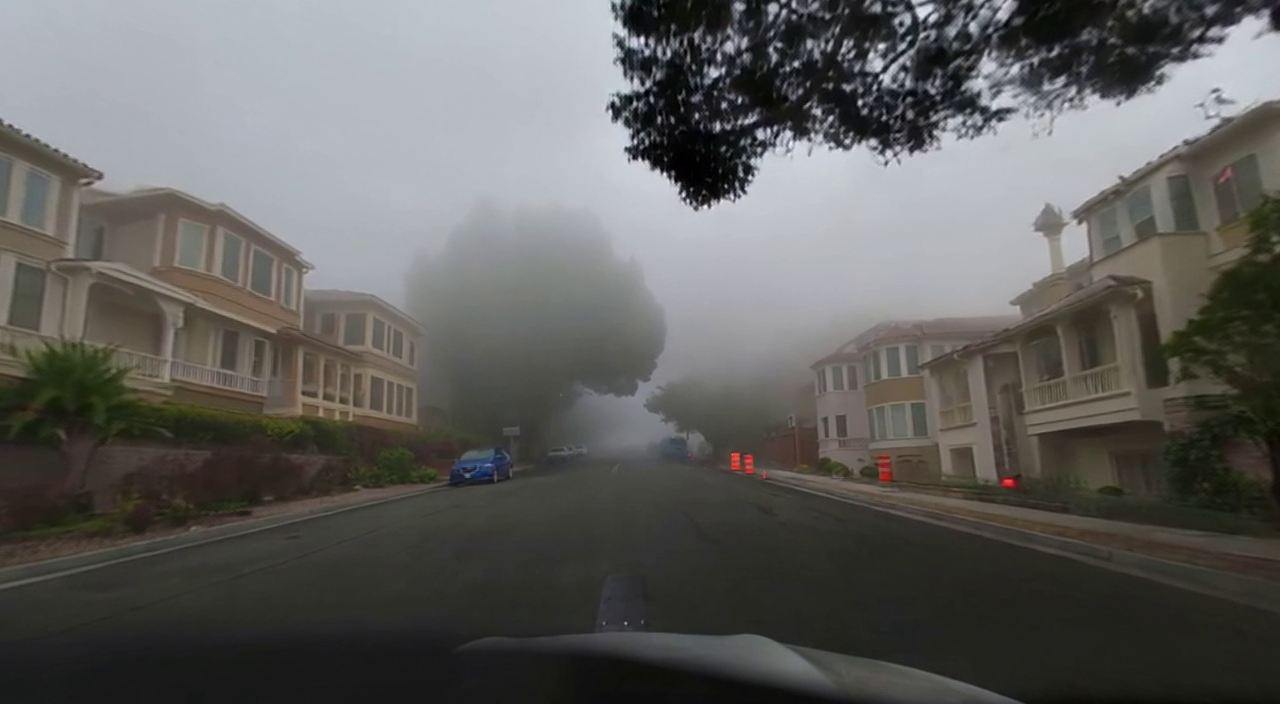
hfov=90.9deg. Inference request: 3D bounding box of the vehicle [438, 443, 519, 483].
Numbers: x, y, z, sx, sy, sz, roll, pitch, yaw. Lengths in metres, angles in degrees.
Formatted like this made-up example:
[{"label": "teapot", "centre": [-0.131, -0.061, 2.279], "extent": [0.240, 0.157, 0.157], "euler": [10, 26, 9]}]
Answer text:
[{"label": "vehicle", "centre": [-6.624, 4.604, 26.456], "extent": [2.137, 1.481, 4.503], "euler": [0, -9, 1]}]
